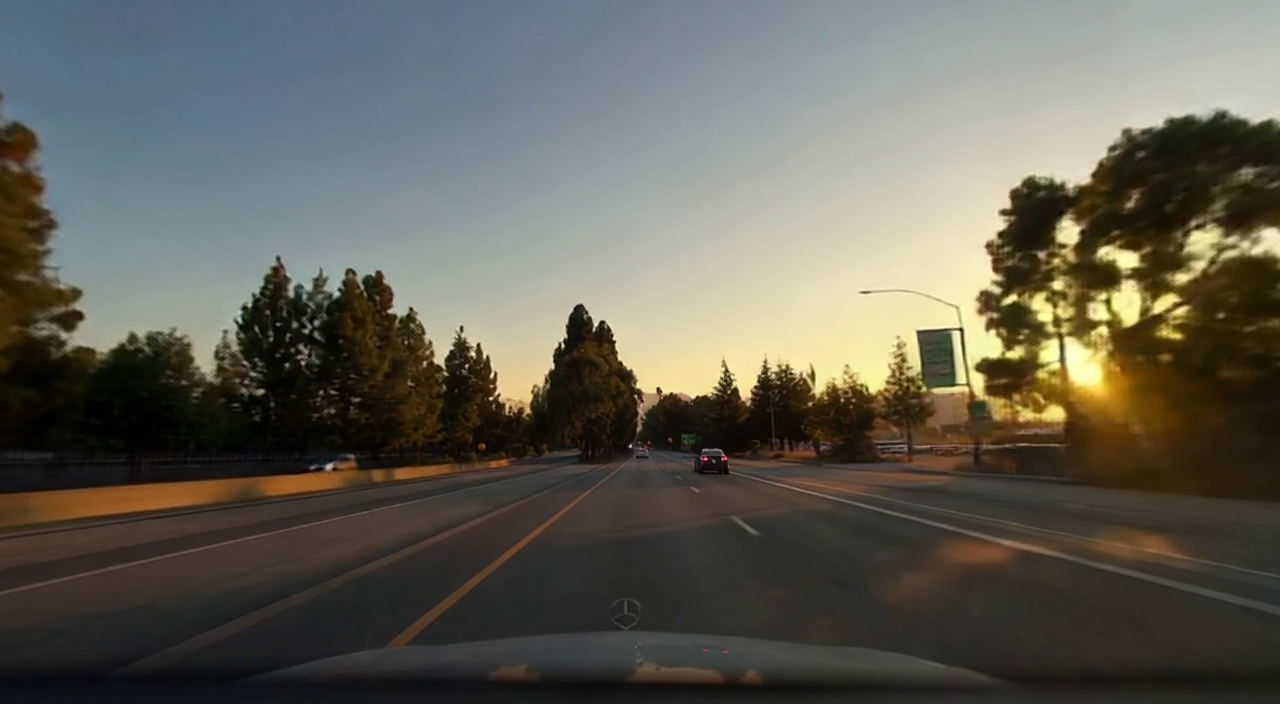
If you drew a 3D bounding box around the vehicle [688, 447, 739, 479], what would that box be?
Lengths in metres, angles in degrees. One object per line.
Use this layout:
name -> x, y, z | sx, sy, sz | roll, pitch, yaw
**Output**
vehicle -> 3.786, 5.797, 33.194 | 2.115, 1.522, 4.330 | 0, -9, 0
